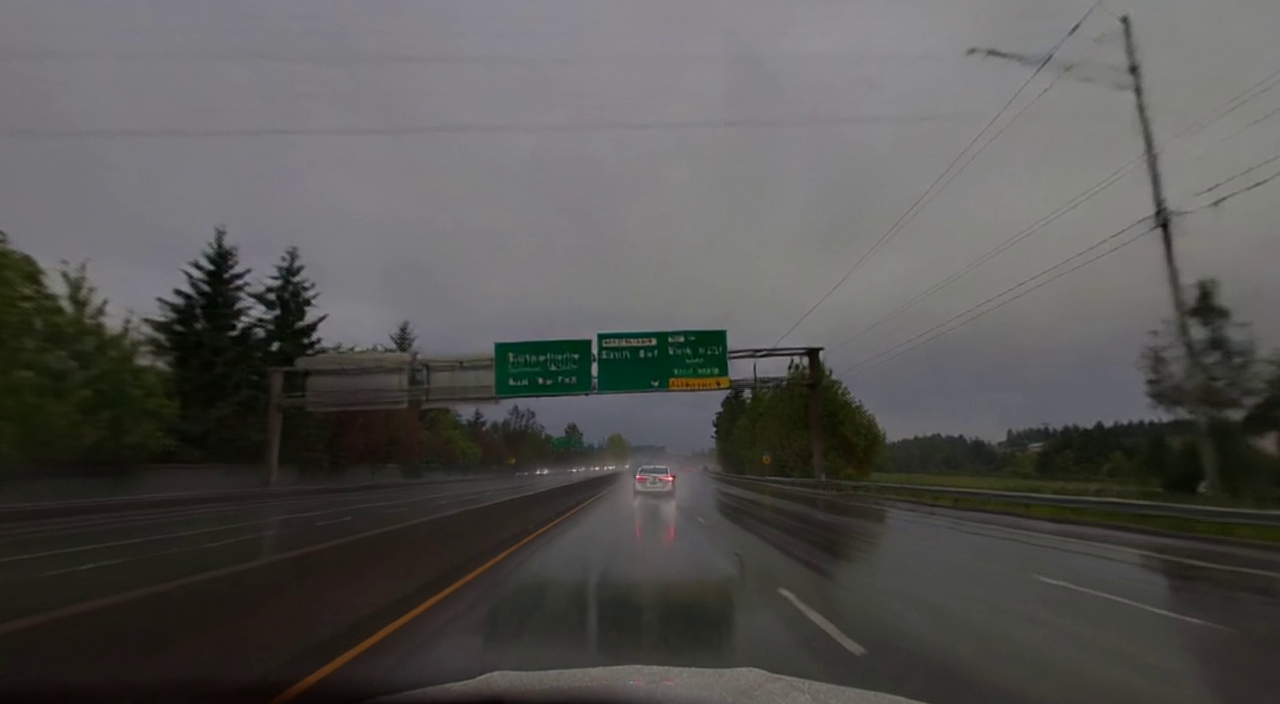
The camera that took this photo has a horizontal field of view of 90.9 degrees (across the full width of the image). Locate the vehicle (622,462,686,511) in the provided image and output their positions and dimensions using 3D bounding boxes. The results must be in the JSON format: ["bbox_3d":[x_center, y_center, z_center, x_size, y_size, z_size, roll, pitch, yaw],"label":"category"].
[{"bbox_3d":[0.447,4.566,21.686,1.987,1.480,3.786,1,-10,0],"label":"vehicle"}]
